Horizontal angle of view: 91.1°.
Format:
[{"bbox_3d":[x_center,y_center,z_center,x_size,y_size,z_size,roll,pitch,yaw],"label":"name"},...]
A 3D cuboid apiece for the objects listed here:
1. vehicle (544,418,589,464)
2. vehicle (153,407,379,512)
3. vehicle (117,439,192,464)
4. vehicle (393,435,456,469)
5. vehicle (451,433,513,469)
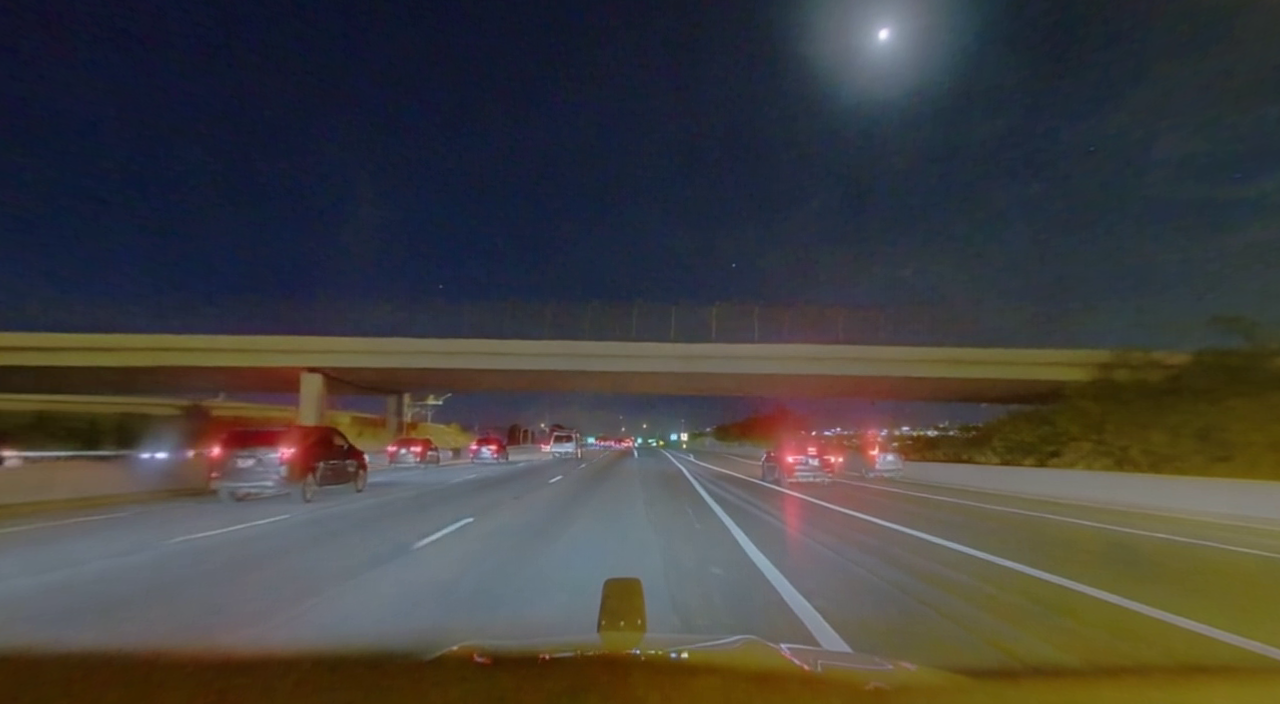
[{"bbox_3d":[-4.800,5.986,42.082,2.301,2.843,6.458,0,-8,-1],"label":"vehicle"},{"bbox_3d":[-7.917,2.335,14.033,2.179,1.948,4.618,0,-8,0],"label":"vehicle"},{"bbox_3d":[-37.832,7.772,49.062,2.125,1.820,4.546,0,-8,0],"label":"vehicle"},{"bbox_3d":[-11.583,5.391,34.037,1.900,1.726,4.236,0,-8,-1],"label":"vehicle"},{"bbox_3d":[-8.276,5.249,33.422,2.109,1.784,4.709,0,-8,-1],"label":"vehicle"}]
